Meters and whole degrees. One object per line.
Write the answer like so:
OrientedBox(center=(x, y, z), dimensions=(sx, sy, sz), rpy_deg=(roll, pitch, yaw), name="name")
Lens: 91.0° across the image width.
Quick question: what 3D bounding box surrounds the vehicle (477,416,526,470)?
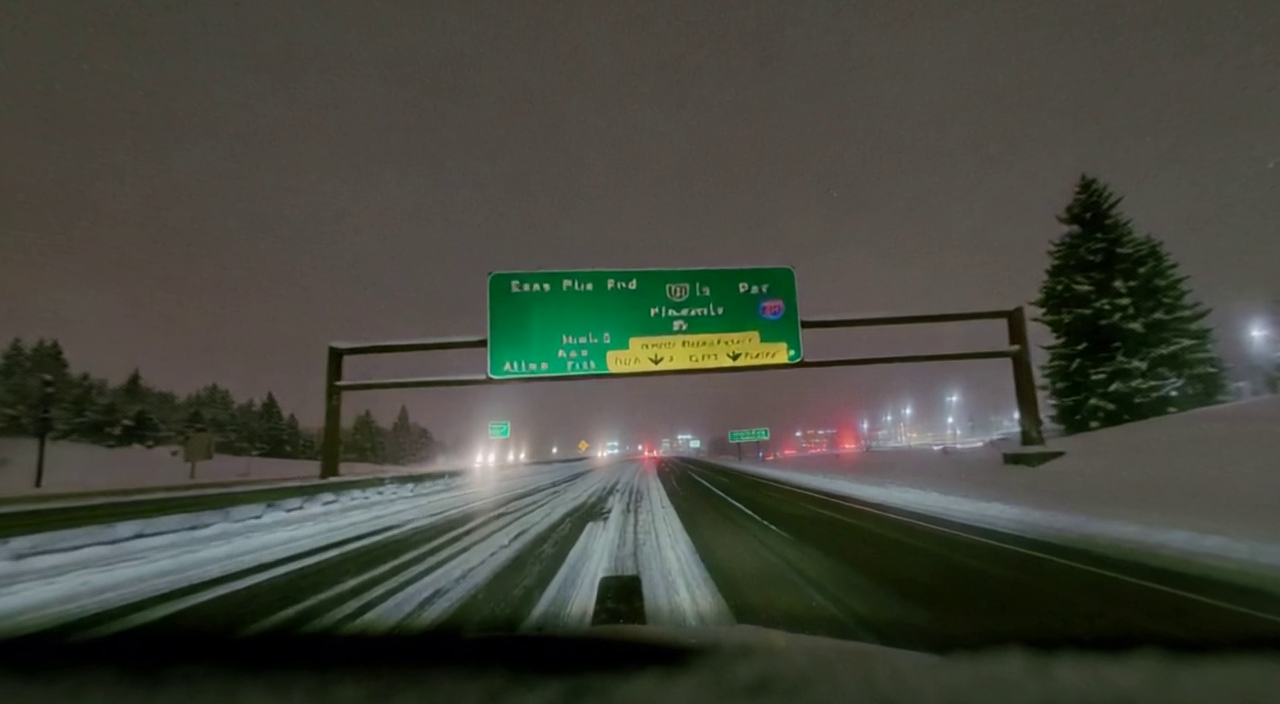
OrientedBox(center=(-10.572, 7.020, 48.538), dimensions=(2.818, 3.939, 3.780), rpy_deg=(-1, -9, 1), name="vehicle")
